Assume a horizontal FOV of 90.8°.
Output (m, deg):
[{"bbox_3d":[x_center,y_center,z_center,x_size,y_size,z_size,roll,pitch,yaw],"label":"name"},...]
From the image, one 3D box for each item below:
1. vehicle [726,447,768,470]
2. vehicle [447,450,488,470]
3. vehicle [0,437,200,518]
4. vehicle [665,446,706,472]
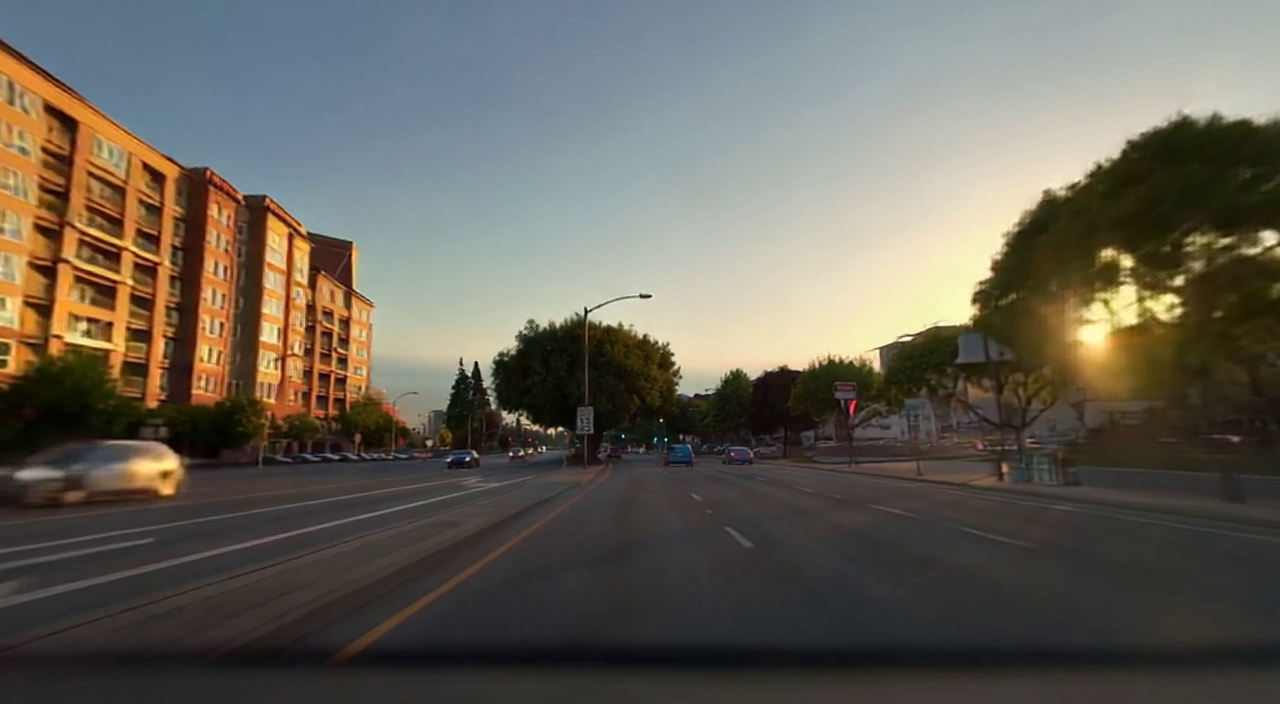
[{"bbox_3d":[7.052,7.053,42.075,1.932,1.439,4.159,0,-9,-3],"label":"vehicle"},{"bbox_3d":[-13.387,8.427,49.393,1.946,1.441,4.661,0,-9,-1],"label":"vehicle"},{"bbox_3d":[-13.473,2.998,15.632,1.953,1.688,4.435,0,-9,0],"label":"vehicle"},{"bbox_3d":[2.794,6.728,39.893,2.020,1.479,4.650,0,-9,-3],"label":"vehicle"}]
